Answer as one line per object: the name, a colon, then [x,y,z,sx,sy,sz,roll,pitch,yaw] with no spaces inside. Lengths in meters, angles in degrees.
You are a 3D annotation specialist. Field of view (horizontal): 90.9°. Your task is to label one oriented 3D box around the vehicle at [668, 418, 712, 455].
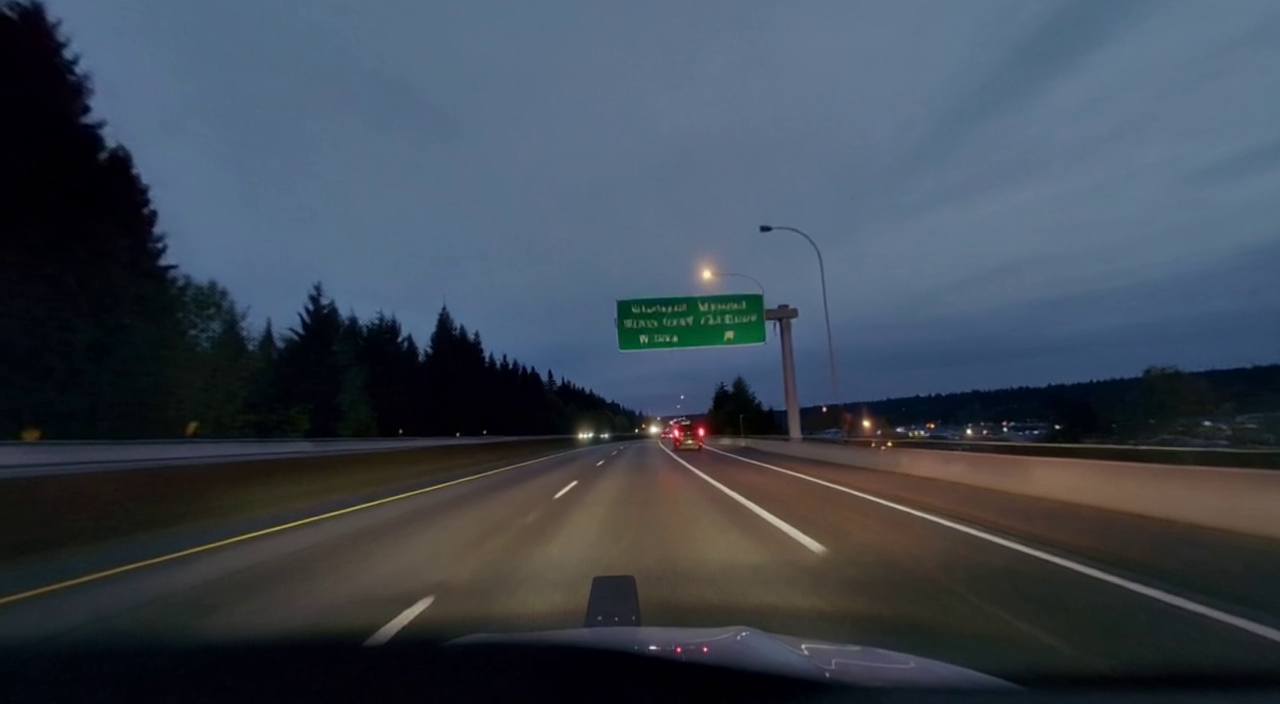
vehicle: [3.271,5.701,42.487,2.450,2.314,4.753,0,-8,-1]
